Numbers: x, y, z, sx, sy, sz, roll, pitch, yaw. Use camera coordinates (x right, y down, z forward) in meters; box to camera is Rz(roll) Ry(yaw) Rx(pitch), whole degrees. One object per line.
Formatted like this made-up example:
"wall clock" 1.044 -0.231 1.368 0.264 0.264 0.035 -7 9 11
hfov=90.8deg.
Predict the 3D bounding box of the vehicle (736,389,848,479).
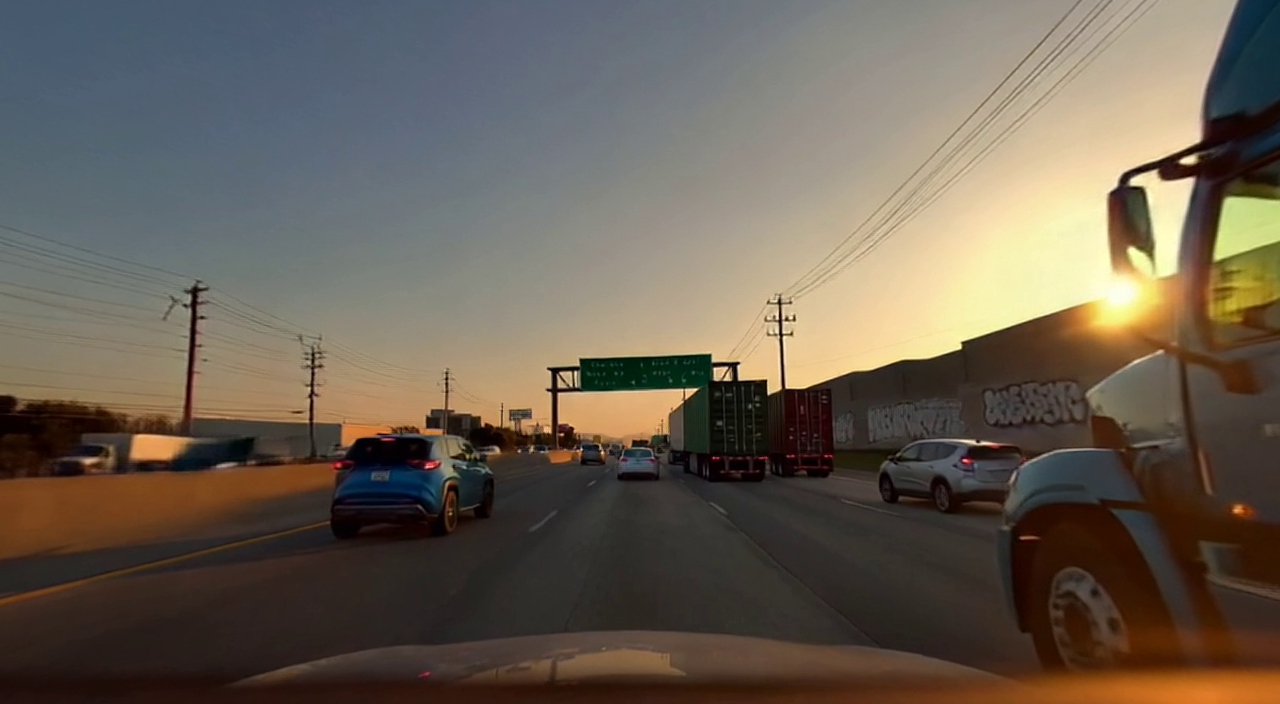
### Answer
"vehicle" 7.775 4.625 34.735 2.868 4.017 12.827 0 -9 0

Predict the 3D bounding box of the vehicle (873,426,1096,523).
"vehicle" 7.079 2.561 13.752 2.202 1.731 4.628 0 -9 0

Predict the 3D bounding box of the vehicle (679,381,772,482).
"vehicle" 3.864 4.199 32.118 2.800 4.039 13.179 0 -9 0

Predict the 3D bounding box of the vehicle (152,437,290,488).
"vehicle" -14.663 3.896 22.474 1.937 1.610 4.382 0 -9 -1

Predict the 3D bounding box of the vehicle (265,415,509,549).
"vehicle" -3.941 2.128 10.971 2.264 1.804 4.584 0 -9 1

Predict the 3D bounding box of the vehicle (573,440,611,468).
"vehicle" -3.378 7.268 45.098 2.243 1.820 4.473 0 -9 1

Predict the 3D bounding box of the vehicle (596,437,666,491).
"vehicle" -0.277 3.842 21.931 2.191 1.685 4.015 0 -9 0

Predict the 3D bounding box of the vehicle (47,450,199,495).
"vehicle" -18.903 4.391 23.428 1.905 1.483 4.429 0 -9 -1
